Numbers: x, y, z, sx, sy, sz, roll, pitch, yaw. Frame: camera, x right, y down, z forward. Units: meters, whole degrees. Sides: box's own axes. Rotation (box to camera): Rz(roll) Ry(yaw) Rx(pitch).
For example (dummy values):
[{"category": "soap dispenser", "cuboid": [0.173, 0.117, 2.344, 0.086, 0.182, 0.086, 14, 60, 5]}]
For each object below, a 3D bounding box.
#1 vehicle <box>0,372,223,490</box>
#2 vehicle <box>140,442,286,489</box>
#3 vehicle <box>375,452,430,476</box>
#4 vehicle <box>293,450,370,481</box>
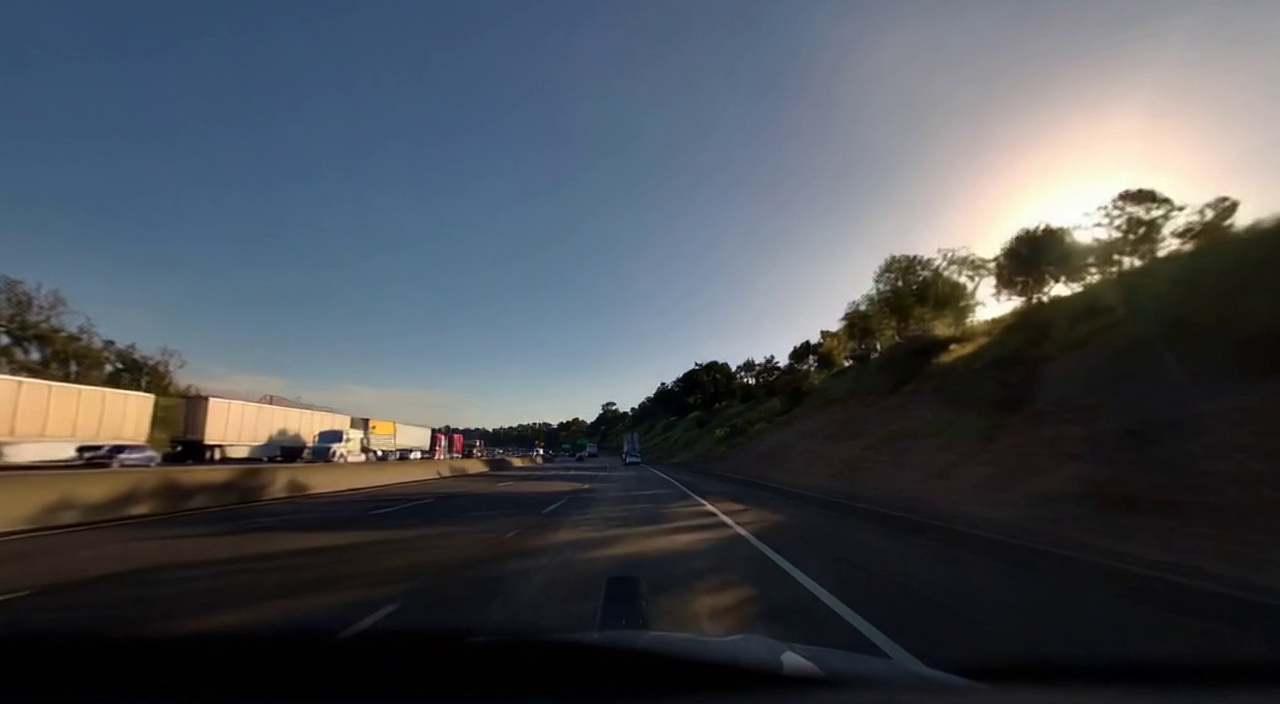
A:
[{"category": "vehicle", "cuboid": [-23.720, 3.480, 26.554, 2.848, 4.048, 14.043, 0, -9, -1]}, {"category": "vehicle", "cuboid": [-15.290, 4.073, 22.962, 2.155, 1.506, 4.541, 0, -9, 0]}, {"category": "vehicle", "cuboid": [-15.247, 7.208, 40.653, 1.858, 1.438, 4.410, 0, -9, 0]}, {"category": "vehicle", "cuboid": [-15.229, 5.623, 31.337, 1.827, 1.416, 3.911, 0, -9, 0]}]
